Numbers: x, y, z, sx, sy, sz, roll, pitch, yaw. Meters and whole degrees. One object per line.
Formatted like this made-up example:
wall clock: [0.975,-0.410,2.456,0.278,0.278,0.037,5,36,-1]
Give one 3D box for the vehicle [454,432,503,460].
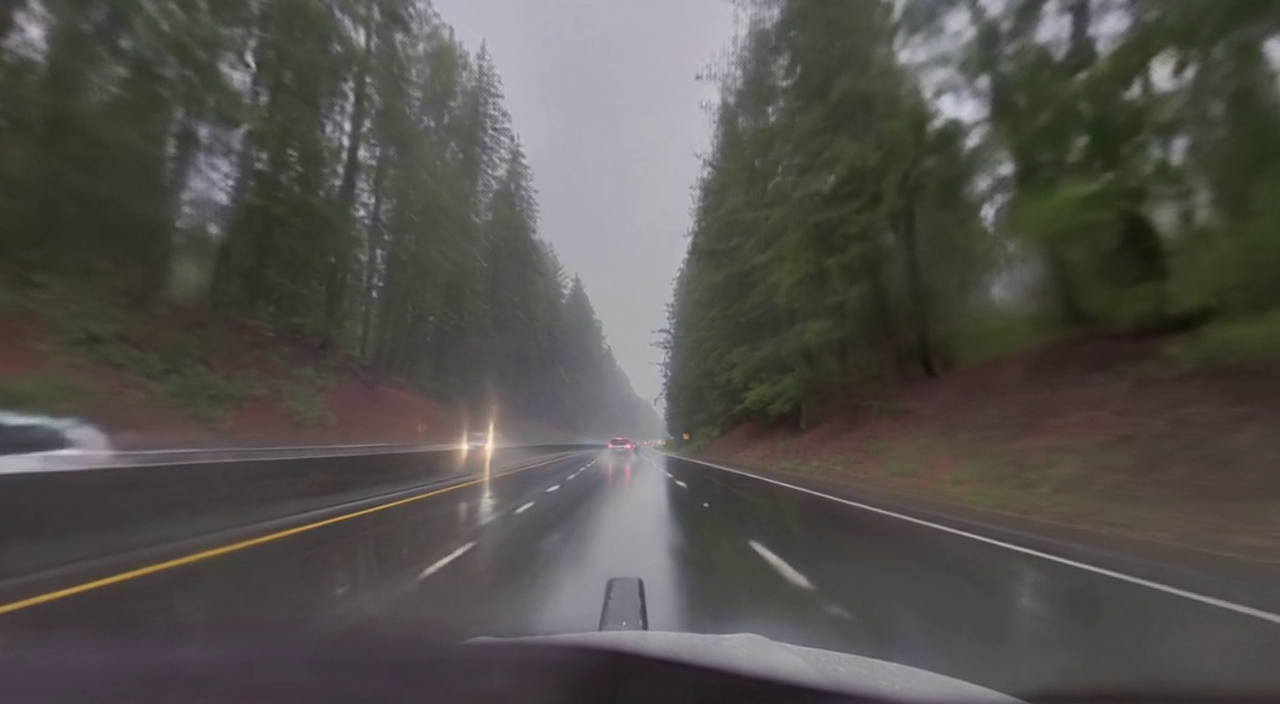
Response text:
vehicle: [-10.644,6.269,42.034,1.991,1.748,5.095,0,-8,-1]
